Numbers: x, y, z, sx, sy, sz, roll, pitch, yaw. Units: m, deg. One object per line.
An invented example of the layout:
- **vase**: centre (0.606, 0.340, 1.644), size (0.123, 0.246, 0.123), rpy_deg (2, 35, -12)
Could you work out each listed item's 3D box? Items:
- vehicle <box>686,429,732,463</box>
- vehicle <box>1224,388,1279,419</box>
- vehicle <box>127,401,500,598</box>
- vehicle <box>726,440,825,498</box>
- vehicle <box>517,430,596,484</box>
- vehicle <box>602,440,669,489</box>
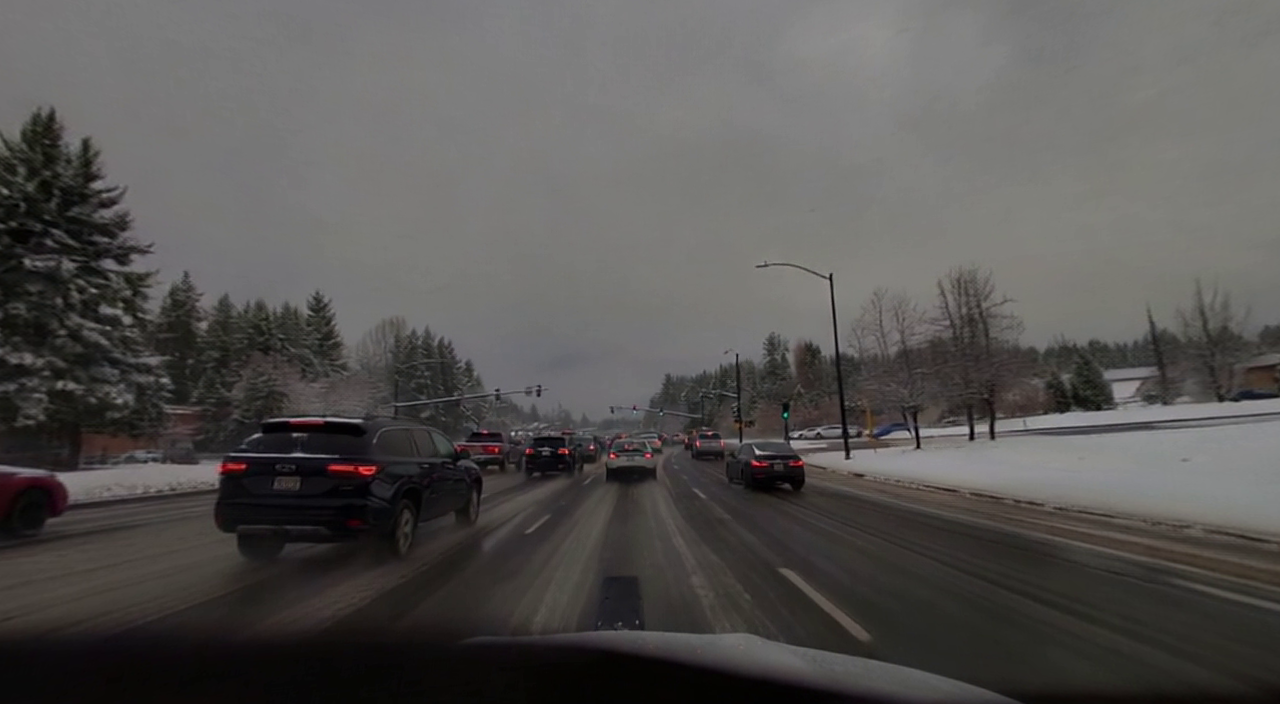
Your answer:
- **vehicle**: centre (3.930, 5.432, 36.642), size (2.099, 1.845, 4.363), rpy_deg (0, -8, -1)
- **vehicle**: centre (44.084, 3.627, 43.955), size (5.388, 2.023, 2.174), rpy_deg (1, -8, -12)
- **vehicle**: centre (-3.514, 1.707, 8.359), size (2.111, 1.745, 5.274), rpy_deg (0, -8, 0)
- **vehicle**: centre (3.795, 3.339, 18.471), size (1.884, 1.463, 4.195), rpy_deg (0, -8, -1)
- **vehicle**: centre (-3.006, 3.917, 23.840), size (2.218, 1.829, 4.492), rpy_deg (-1, -8, 2)
- **vehicle**: centre (-0.111, 3.717, 21.261), size (2.030, 1.477, 4.330), rpy_deg (0, -8, 1)
